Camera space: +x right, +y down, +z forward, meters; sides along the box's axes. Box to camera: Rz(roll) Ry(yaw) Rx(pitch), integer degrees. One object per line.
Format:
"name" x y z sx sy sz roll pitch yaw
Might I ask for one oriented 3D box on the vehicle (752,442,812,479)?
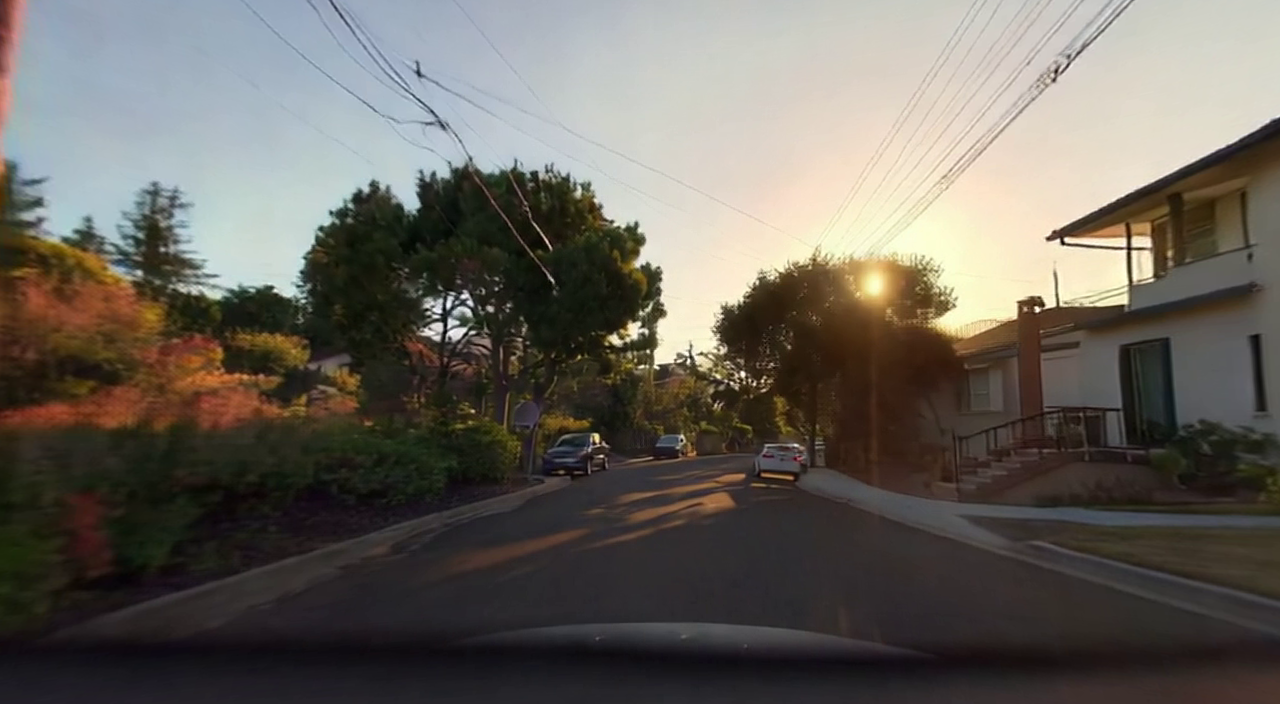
"vehicle" 6.249 4.792 28.283 2.151 1.468 5.066 -1 -8 8
